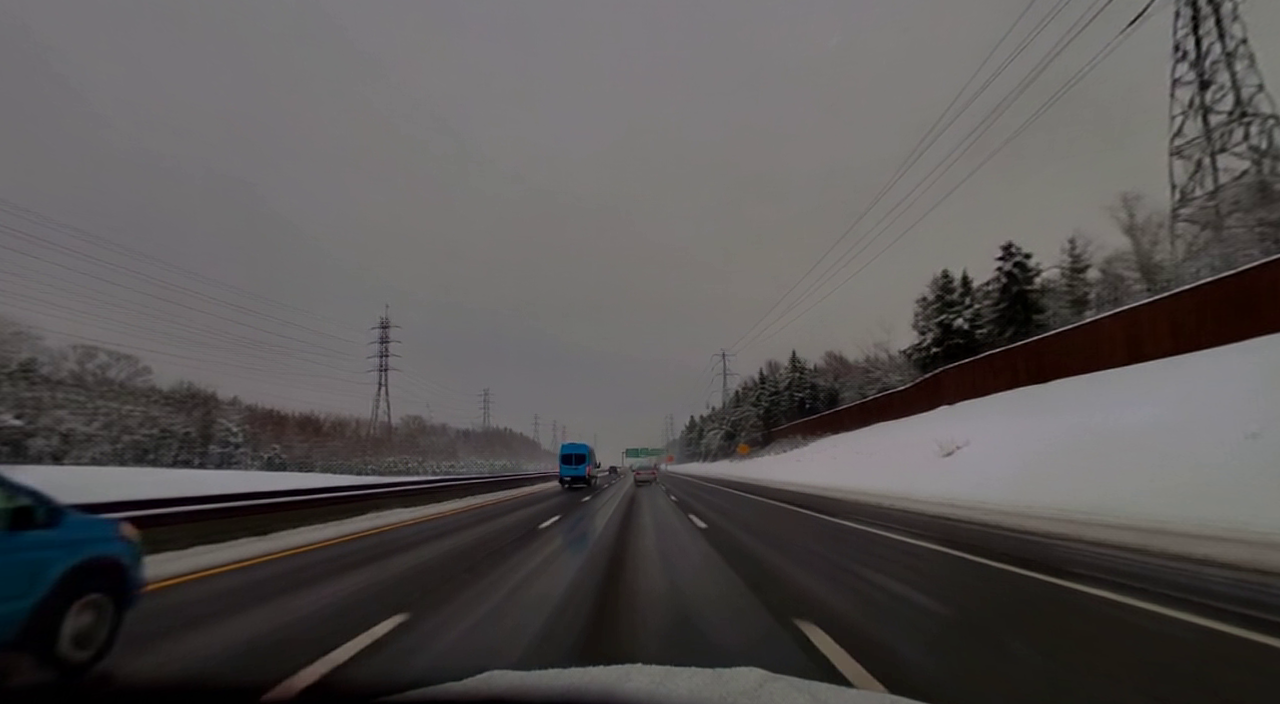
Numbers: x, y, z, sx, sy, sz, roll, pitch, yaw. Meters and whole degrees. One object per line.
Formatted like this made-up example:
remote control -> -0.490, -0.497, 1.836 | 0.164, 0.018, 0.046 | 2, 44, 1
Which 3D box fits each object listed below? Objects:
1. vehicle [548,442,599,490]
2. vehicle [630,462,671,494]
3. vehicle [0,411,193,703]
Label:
vehicle -> -3.909, 7.008, 38.612 | 2.394, 2.609, 6.875 | 1, -11, 0
vehicle -> 0.521, 6.587, 33.028 | 2.006, 1.554, 3.863 | 1, -11, 0
vehicle -> -4.343, 0.902, 2.302 | 2.023, 1.541, 4.543 | 1, -11, 0
